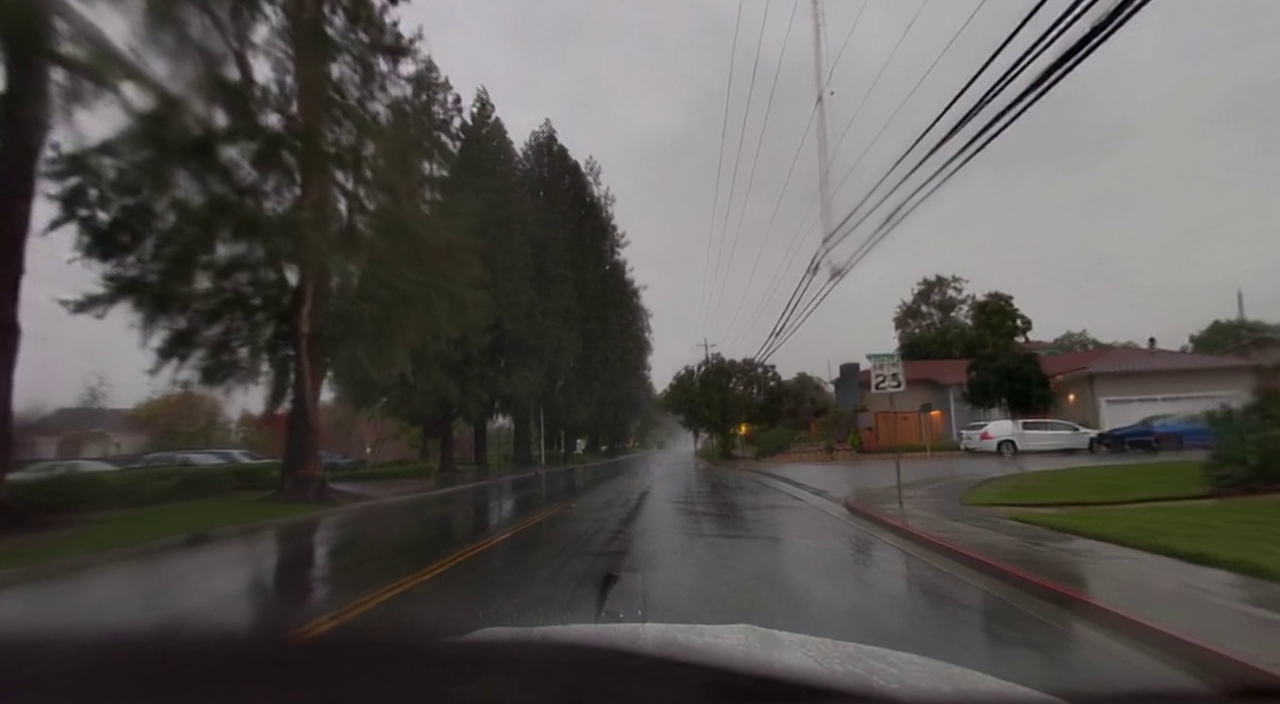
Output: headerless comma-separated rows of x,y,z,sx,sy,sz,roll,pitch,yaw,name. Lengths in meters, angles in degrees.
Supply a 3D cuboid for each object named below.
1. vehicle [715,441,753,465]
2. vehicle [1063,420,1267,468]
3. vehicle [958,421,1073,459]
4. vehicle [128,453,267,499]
5.886,6.379,40.061,1.990,1.435,4.526,-1,-8,3,vehicle
17.108,3.047,20.852,4.727,1.457,1.958,-1,-8,8,vehicle
17.398,4.123,29.469,4.058,1.697,1.943,-1,-8,3,vehicle
-17.505,4.901,25.250,4.123,1.603,1.906,3,-9,-23,vehicle
